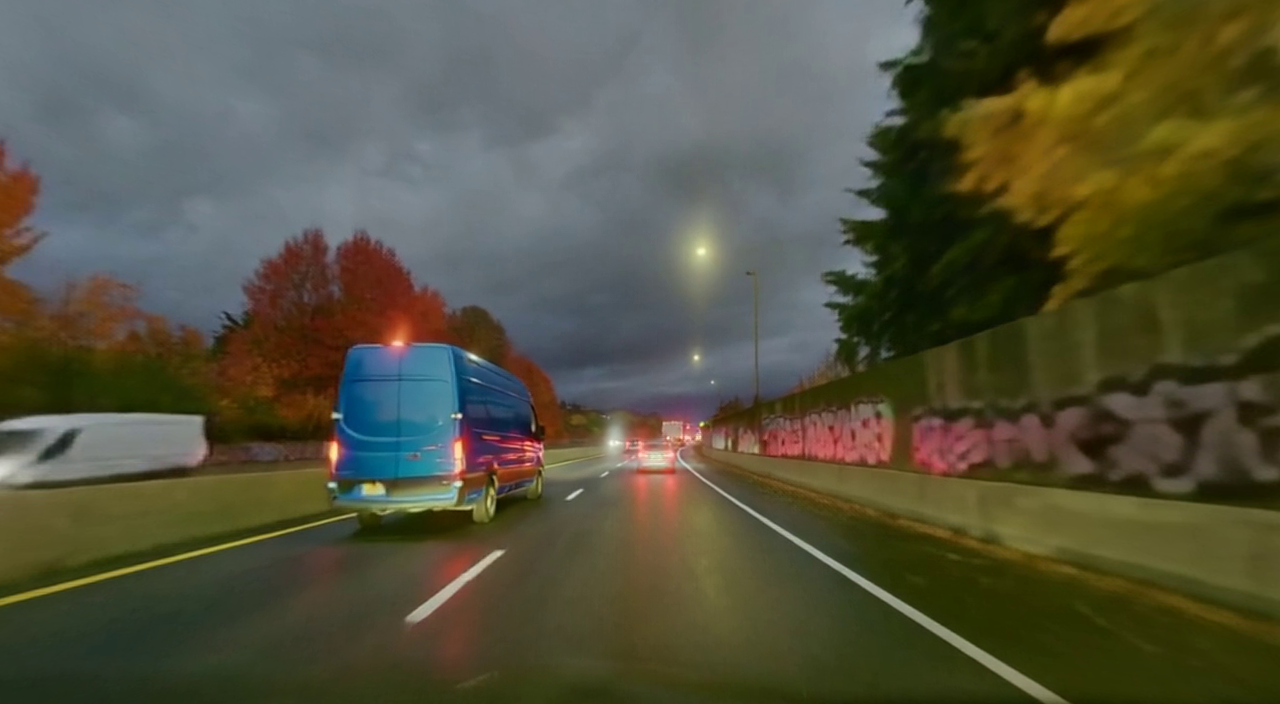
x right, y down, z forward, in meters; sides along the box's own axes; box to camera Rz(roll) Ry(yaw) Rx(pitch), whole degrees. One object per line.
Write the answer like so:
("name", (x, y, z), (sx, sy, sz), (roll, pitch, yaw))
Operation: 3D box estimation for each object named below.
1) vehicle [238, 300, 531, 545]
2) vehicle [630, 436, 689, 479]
("vehicle", (-3.298, 1.132, 9.689), (2.334, 2.769, 5.087), (0, -8, -1))
("vehicle", (0.712, 3.972, 24.001), (2.071, 1.487, 3.948), (0, -8, 1))
